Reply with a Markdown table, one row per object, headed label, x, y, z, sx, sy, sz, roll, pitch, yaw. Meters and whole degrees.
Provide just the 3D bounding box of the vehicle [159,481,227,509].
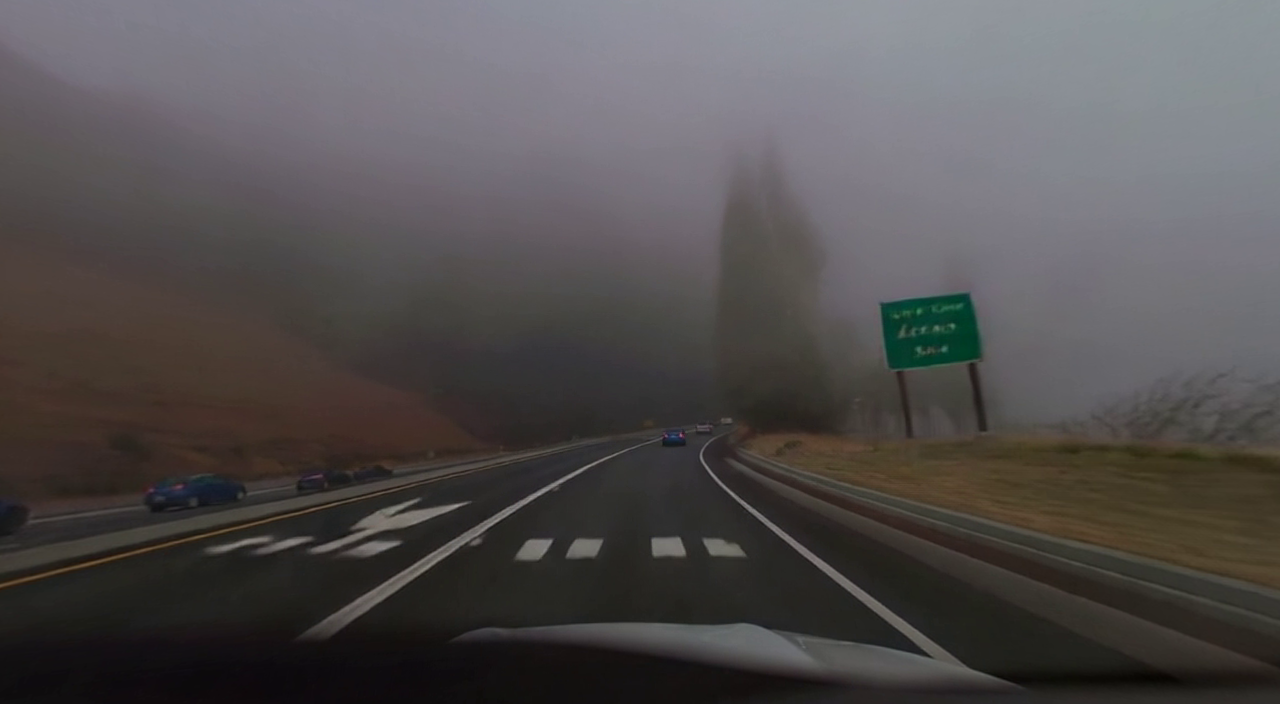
| label | x | y | z | sx | sy | sz | roll | pitch | yaw |
| --- | --- | --- | --- | --- | --- | --- | --- | --- | --- |
| vehicle | -34.282 | 10.981 | 48.579 | 1.996 | 1.752 | 4.503 | 0 | -9 | -2 |
